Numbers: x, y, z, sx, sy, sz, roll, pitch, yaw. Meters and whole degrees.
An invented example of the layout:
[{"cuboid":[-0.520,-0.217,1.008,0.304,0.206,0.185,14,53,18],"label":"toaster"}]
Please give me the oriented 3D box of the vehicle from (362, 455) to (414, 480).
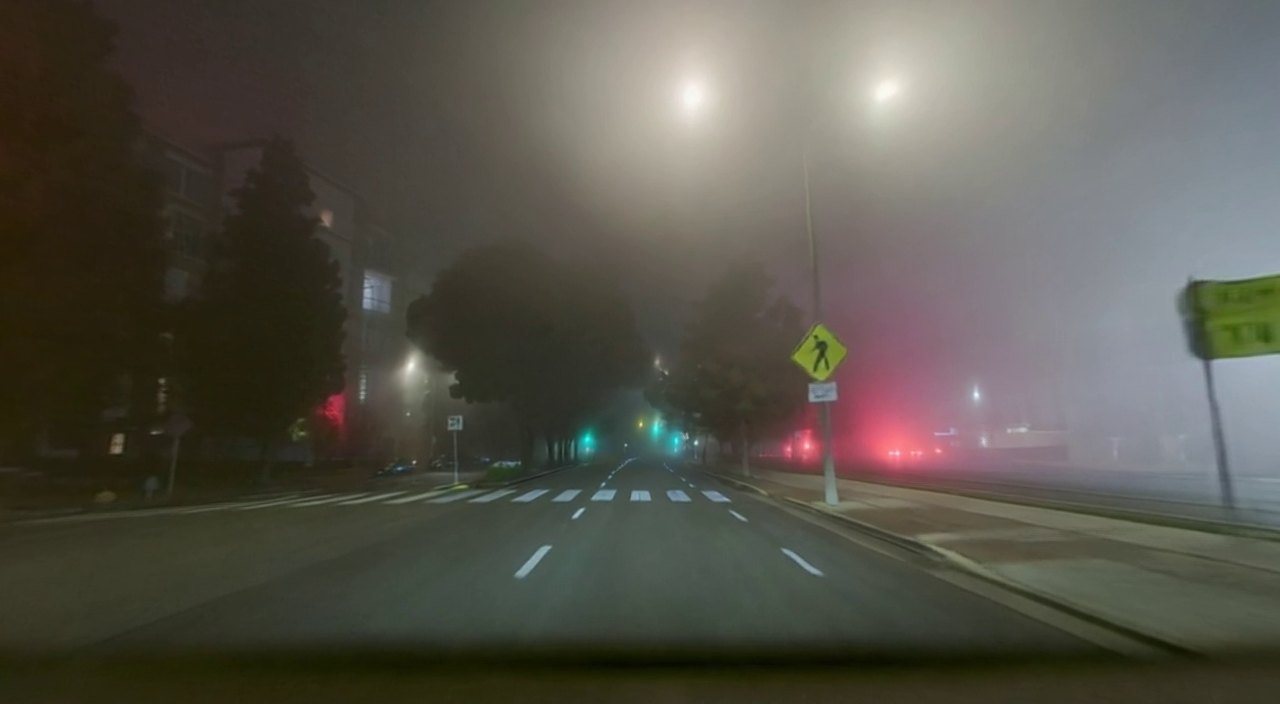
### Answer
[{"cuboid":[-16.694,7.662,41.861,1.810,1.478,4.233,-3,-10,-1],"label":"vehicle"}]
